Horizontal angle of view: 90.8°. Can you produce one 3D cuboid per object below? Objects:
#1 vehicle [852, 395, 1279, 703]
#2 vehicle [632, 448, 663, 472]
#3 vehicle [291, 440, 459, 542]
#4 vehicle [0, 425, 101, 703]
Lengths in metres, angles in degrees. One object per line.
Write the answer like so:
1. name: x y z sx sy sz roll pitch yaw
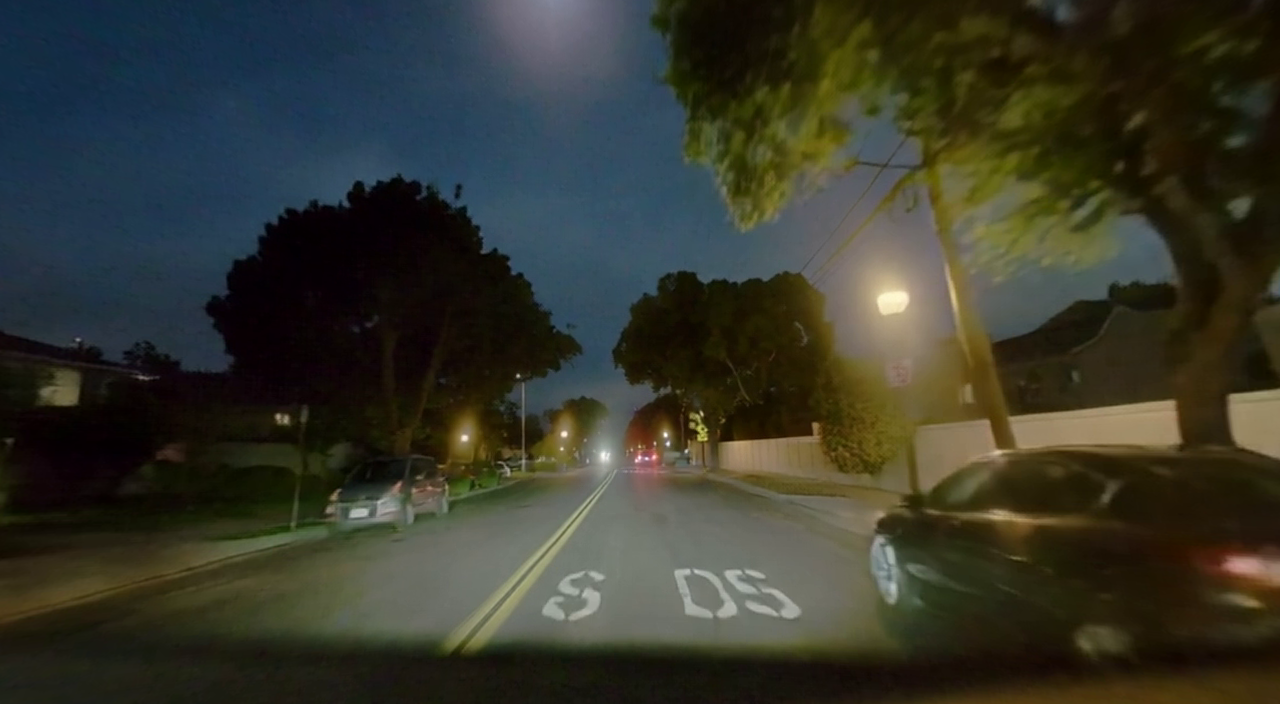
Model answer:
1. vehicle: 3.007 1.154 3.514 2.047 1.532 4.350 0 -9 -1
2. vehicle: 0.464 7.332 43.011 2.022 1.481 4.050 0 -9 -1
3. vehicle: -5.782 3.039 14.448 2.027 1.803 4.306 -4 -9 0
4. vehicle: -5.389 1.182 2.356 2.155 1.907 5.100 -1 -8 1
